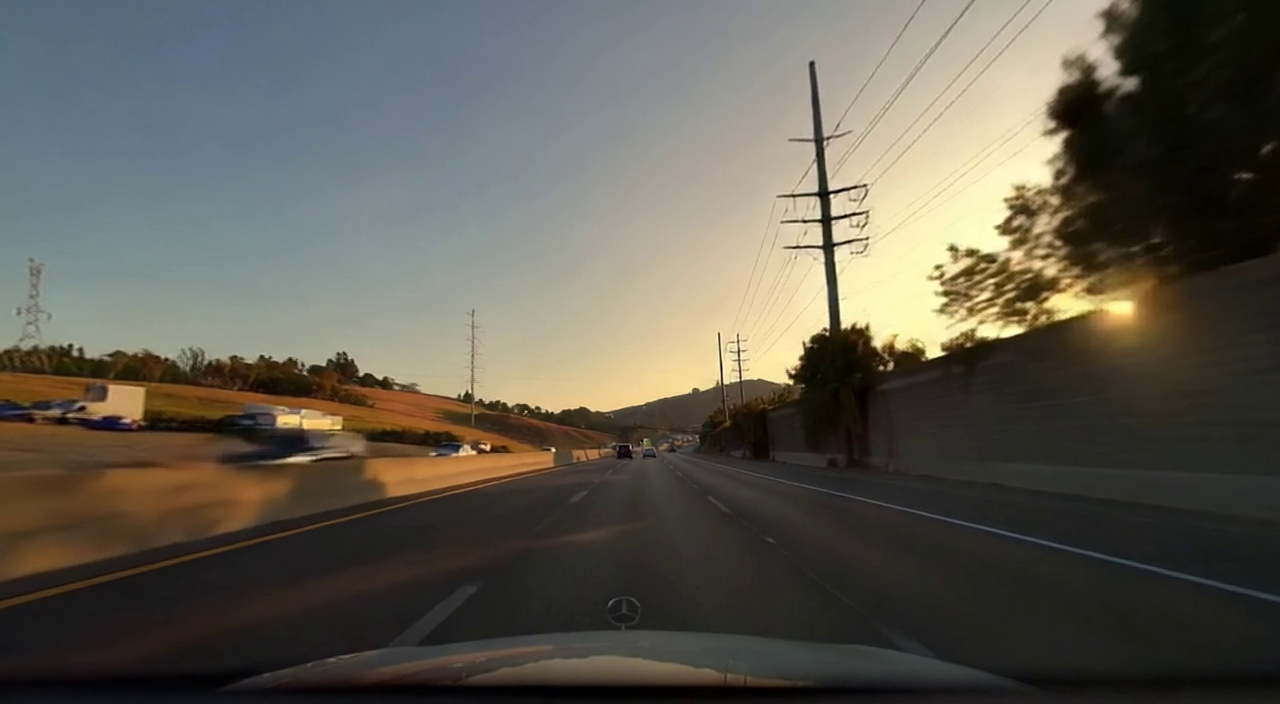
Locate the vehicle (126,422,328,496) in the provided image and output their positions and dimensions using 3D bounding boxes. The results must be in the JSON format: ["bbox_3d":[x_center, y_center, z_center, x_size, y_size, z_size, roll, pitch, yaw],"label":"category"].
[{"bbox_3d":[-11.147,2.958,17.678,2.142,1.737,5.107,0,-9,1],"label":"vehicle"}]

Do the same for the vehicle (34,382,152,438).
[{"bbox_3d":[-39.182,4.315,45.514,2.865,3.637,5.970,0,-9,1],"label":"vehicle"}]
